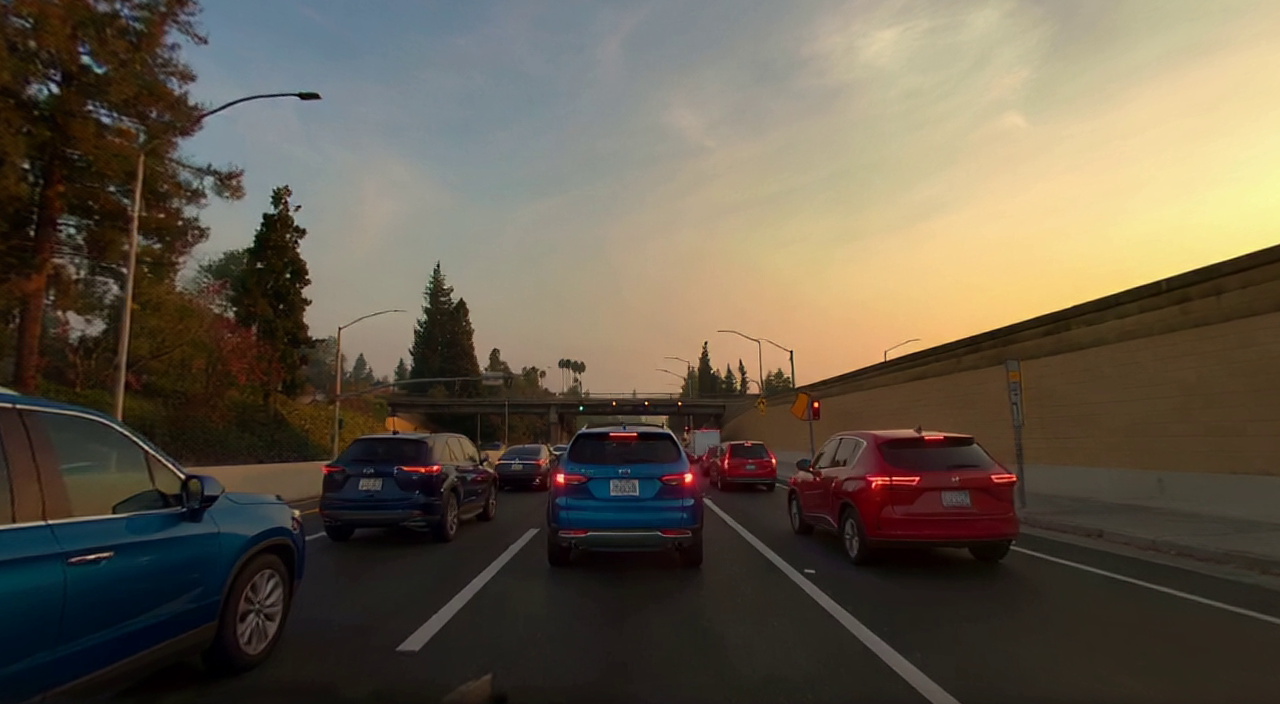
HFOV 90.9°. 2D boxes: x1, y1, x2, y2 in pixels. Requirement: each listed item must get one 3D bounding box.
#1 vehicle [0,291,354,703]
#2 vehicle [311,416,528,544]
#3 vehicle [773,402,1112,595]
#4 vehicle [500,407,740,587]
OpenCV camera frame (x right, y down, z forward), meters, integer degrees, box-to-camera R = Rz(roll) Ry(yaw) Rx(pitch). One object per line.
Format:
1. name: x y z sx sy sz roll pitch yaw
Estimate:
1. vehicle: -3.519 0.829 3.113 2.070 1.913 4.450 0 -8 0
2. vehicle: -3.484 2.118 11.144 2.067 1.759 4.631 0 -8 1
3. vehicle: 3.150 1.618 7.808 2.029 1.702 4.281 0 -8 0
4. vehicle: -0.151 1.651 7.950 2.245 1.677 3.913 0 -8 1
